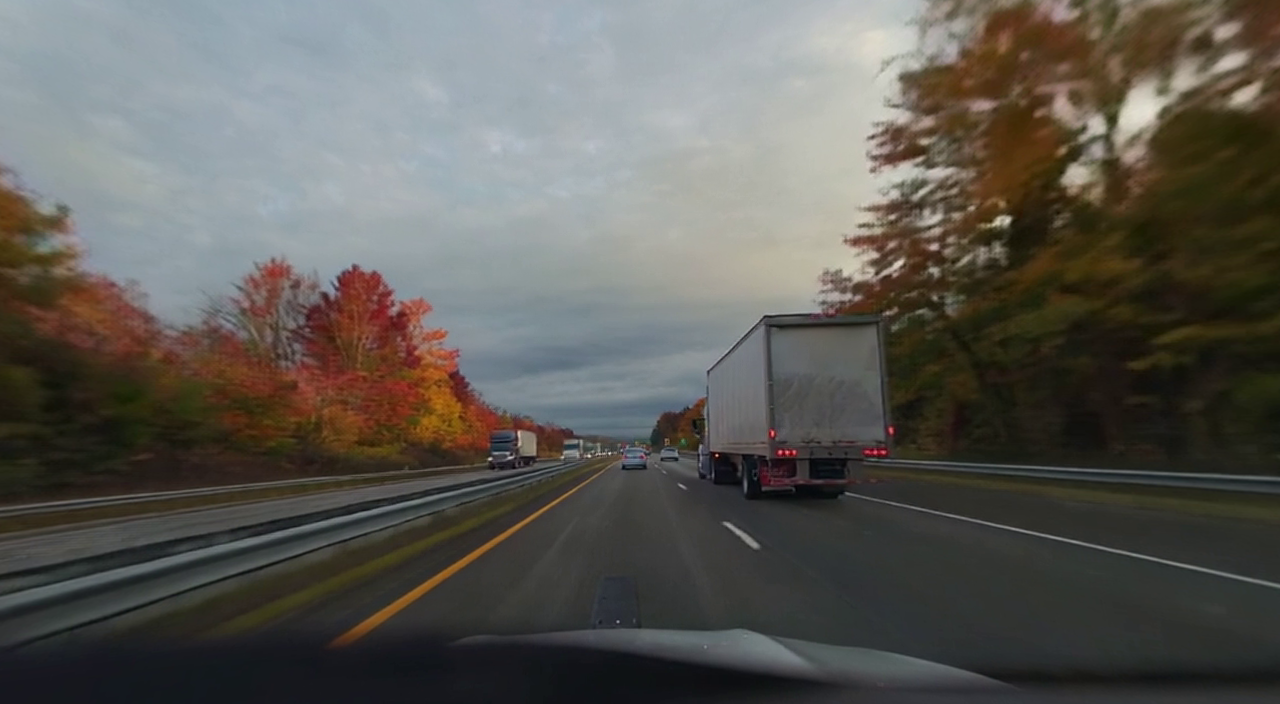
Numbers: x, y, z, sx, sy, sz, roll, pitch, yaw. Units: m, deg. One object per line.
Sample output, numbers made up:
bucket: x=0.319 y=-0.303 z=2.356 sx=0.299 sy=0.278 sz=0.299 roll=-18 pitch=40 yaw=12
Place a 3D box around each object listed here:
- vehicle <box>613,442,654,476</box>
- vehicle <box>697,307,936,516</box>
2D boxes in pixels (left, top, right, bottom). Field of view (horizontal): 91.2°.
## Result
vehicle: x=-0.378 y=5.915 z=34.896 sx=2.151 sy=1.693 sz=4.201 roll=0 pitch=-9 yaw=-1
vehicle: x=4.016 y=2.158 z=19.090 sx=3.068 sy=4.042 sz=13.787 roll=-1 pitch=-9 yaw=-1
